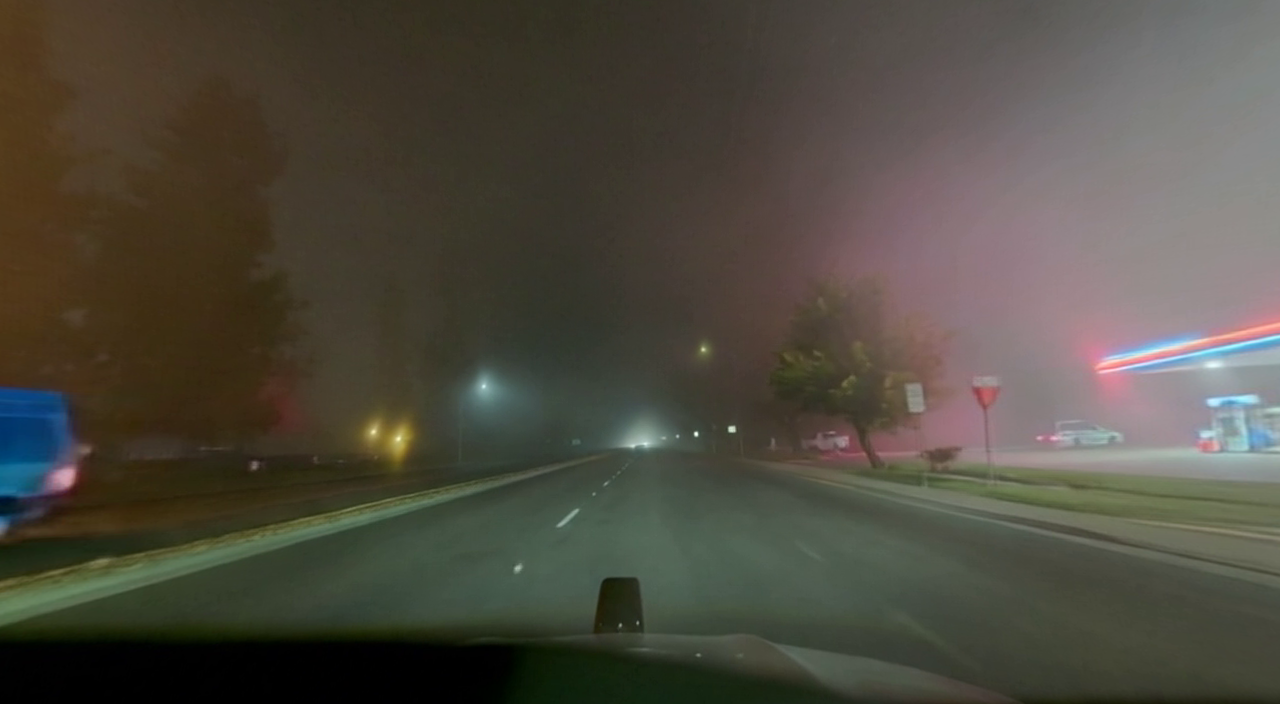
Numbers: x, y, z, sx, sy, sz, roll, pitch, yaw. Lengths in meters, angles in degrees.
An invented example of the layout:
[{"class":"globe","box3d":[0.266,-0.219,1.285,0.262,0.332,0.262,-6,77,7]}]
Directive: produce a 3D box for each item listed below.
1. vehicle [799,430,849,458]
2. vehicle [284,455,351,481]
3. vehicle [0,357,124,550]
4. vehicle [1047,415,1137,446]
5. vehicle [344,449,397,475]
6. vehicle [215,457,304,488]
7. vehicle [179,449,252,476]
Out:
[{"class":"vehicle","box3d":[13.187,6.627,45.640,2.108,1.877,4.807,-1,-8,0]},{"class":"vehicle","box3d":[-21.061,7.559,41.479,1.787,1.471,4.709,-1,-8,3]},{"class":"vehicle","box3d":[-11.989,1.524,9.352,2.931,3.122,6.555,-1,-8,2]},{"class":"vehicle","box3d":[31.480,5.564,44.273,2.367,2.056,5.466,-1,-8,2]},{"class":"vehicle","box3d":[-20.951,8.537,49.310,1.988,1.785,4.802,-1,-8,1]},{"class":"vehicle","box3d":[-21.252,6.715,35.556,1.924,1.479,4.706,-1,-8,2]},{"class":"vehicle","box3d":[-33.244,8.636,49.533,4.201,2.024,2.058,-1,-8,2]}]
